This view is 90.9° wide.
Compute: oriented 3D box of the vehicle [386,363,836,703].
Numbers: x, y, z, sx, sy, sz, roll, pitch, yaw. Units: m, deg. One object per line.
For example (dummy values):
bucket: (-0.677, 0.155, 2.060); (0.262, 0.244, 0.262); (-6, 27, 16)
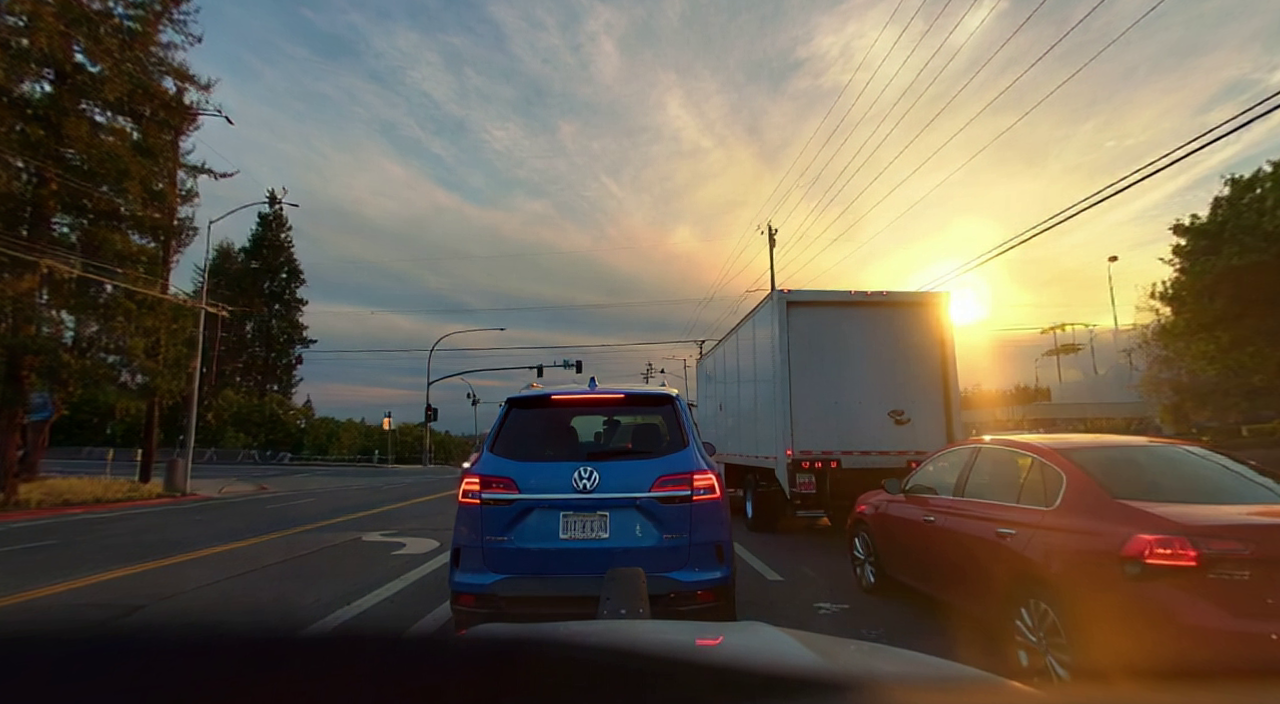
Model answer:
vehicle: (-0.132, 1.228, 5.160); (2.114, 1.732, 4.230); (0, -8, 0)

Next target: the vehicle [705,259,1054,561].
vehicle: (3.226, 1.262, 11.827); (2.915, 3.559, 8.848); (0, -8, -1)

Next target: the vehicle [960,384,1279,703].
vehicle: (2.835, 0.748, 1.197); (1.971, 1.484, 4.728); (0, -8, 0)
